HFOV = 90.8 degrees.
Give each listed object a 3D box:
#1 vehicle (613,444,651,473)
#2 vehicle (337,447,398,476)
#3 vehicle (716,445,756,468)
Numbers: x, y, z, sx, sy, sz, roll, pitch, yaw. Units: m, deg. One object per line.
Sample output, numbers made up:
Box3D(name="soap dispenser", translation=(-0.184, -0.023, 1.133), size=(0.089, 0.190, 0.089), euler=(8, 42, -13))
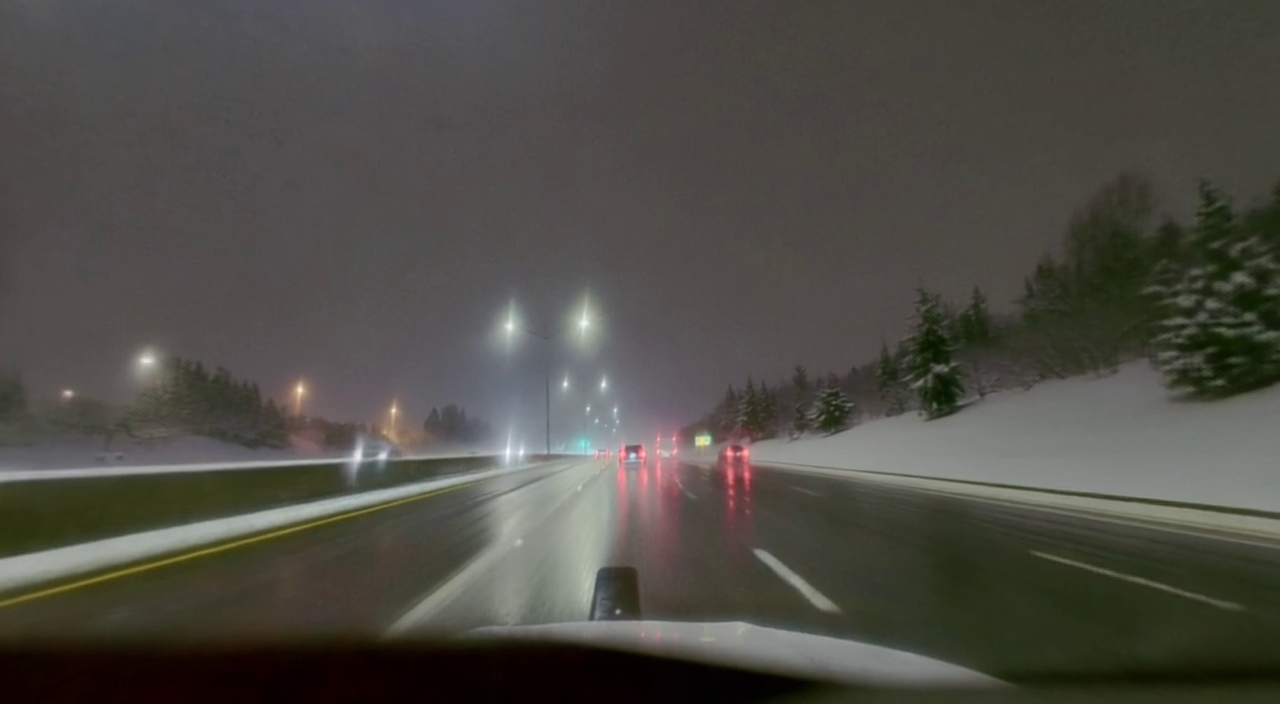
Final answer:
Box3D(name="vehicle", translation=(-0.459, 5.864, 34.958), size=(1.985, 1.457, 4.227), euler=(0, -9, -1))
Box3D(name="vehicle", translation=(-17.249, 6.923, 40.275), size=(1.924, 1.733, 4.449), euler=(0, -9, 0))
Box3D(name="vehicle", translation=(6.627, 7.224, 43.909), size=(1.935, 1.478, 4.433), euler=(0, -9, -2))
